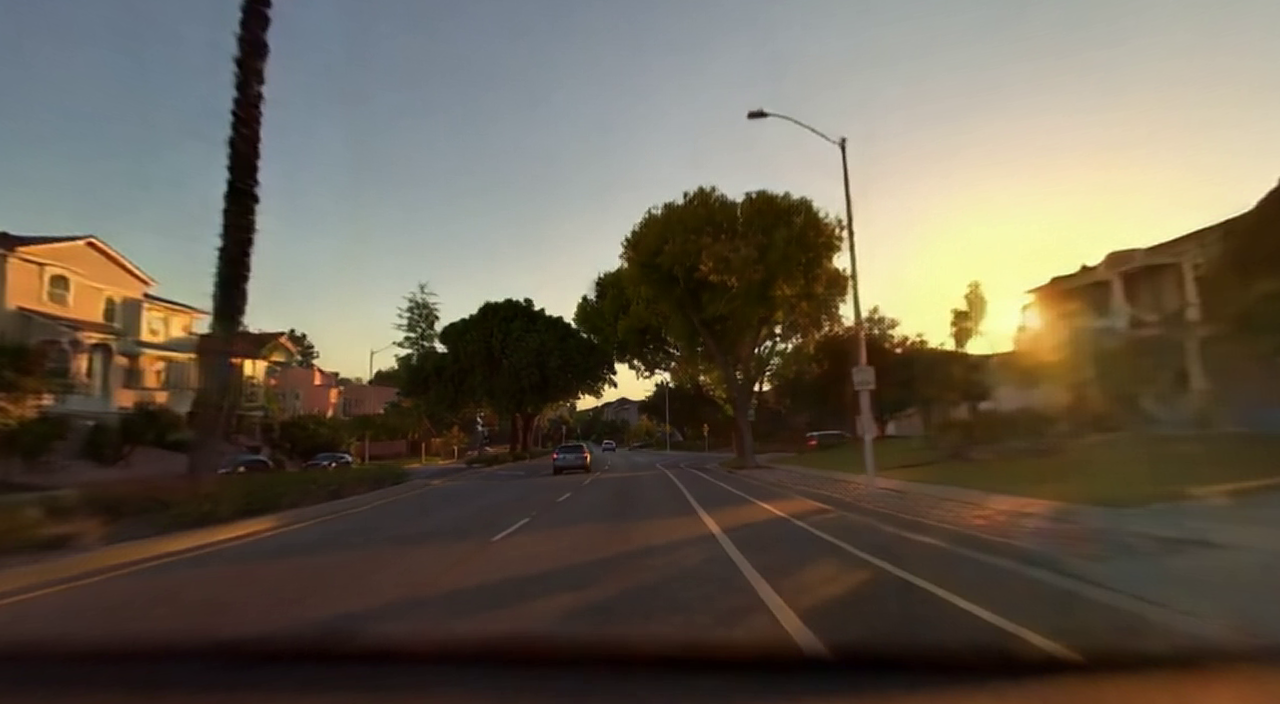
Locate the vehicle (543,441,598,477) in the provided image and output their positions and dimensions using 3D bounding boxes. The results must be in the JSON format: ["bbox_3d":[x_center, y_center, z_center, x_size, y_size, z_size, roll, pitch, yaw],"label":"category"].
[{"bbox_3d":[-3.125,4.923,29.283,2.075,1.498,4.730,0,-9,0],"label":"vehicle"}]

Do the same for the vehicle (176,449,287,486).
[{"bbox_3d":[-18.991,5.421,29.620,2.026,1.563,4.618,0,-10,2],"label":"vehicle"}]

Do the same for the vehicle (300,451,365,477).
[{"bbox_3d":[-19.028,6.934,39.213,1.980,1.423,4.465,0,-9,-3],"label":"vehicle"}]
